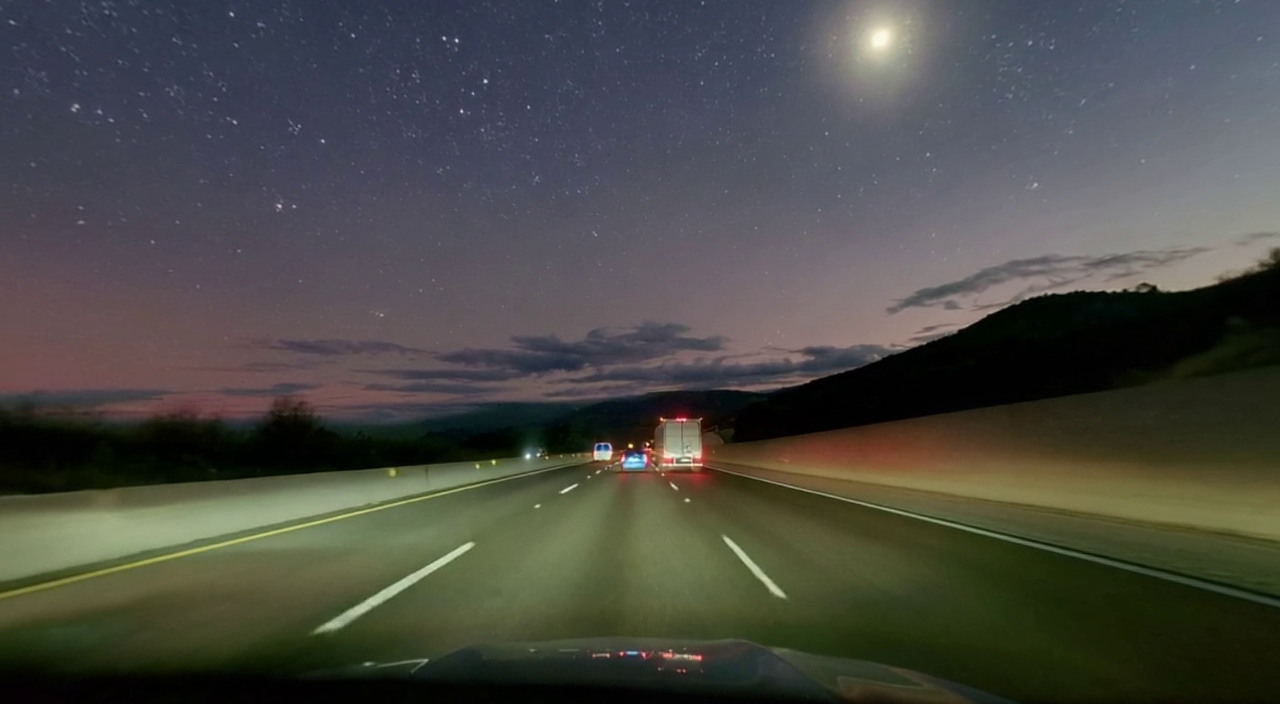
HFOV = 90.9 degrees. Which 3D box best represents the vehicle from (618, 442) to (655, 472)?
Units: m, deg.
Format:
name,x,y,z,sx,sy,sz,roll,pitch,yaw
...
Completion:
name,x,y,z,sx,sy,sz,roll,pitch,yaw
vehicle,-0.230,6.546,39.477,2.166,1.747,4.299,0,-9,0
